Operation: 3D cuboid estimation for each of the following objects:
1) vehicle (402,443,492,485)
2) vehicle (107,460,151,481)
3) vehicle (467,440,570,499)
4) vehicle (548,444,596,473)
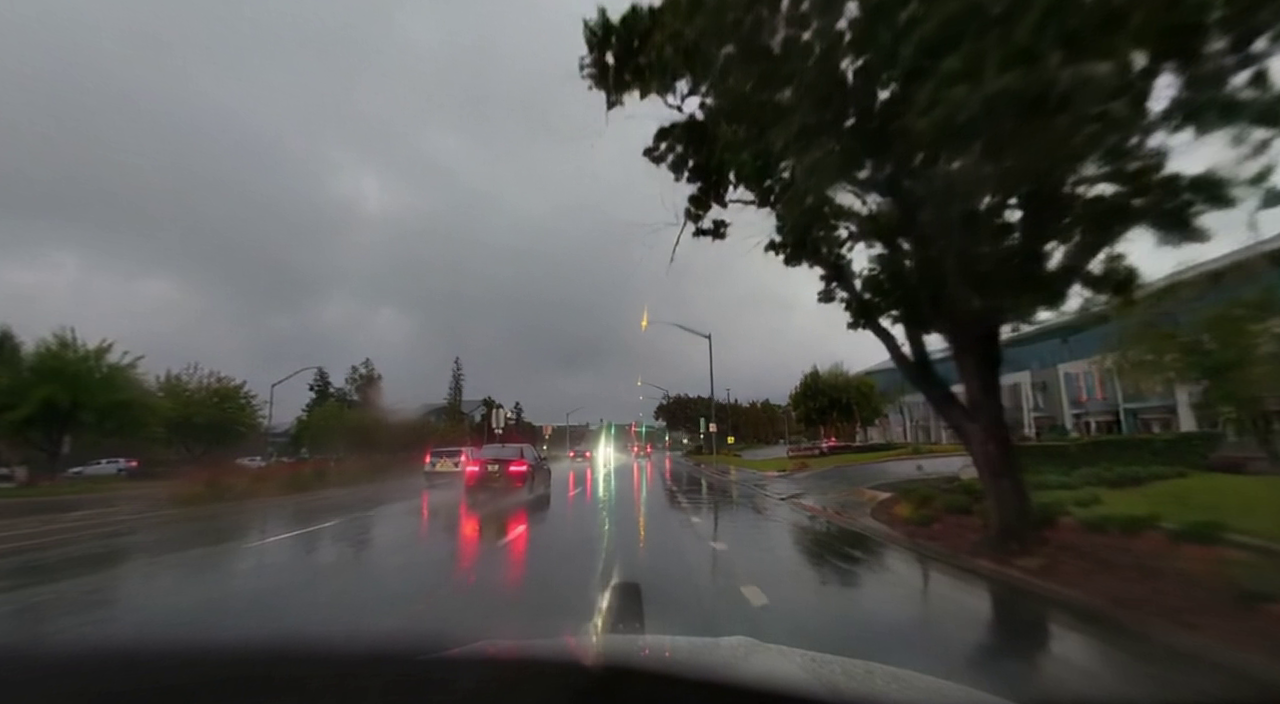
[{"bbox_3d":[-7.521,4.388,25.142,1.976,1.497,4.709,0,-8,1],"label":"vehicle"},{"bbox_3d":[-39.602,9.147,48.947,4.381,1.475,1.960,-8,-12,43],"label":"vehicle"},{"bbox_3d":[-3.332,3.318,18.296,2.011,1.483,4.596,0,-8,1],"label":"vehicle"},{"bbox_3d":[-3.508,5.610,33.516,1.971,1.414,4.317,0,-8,1],"label":"vehicle"}]
